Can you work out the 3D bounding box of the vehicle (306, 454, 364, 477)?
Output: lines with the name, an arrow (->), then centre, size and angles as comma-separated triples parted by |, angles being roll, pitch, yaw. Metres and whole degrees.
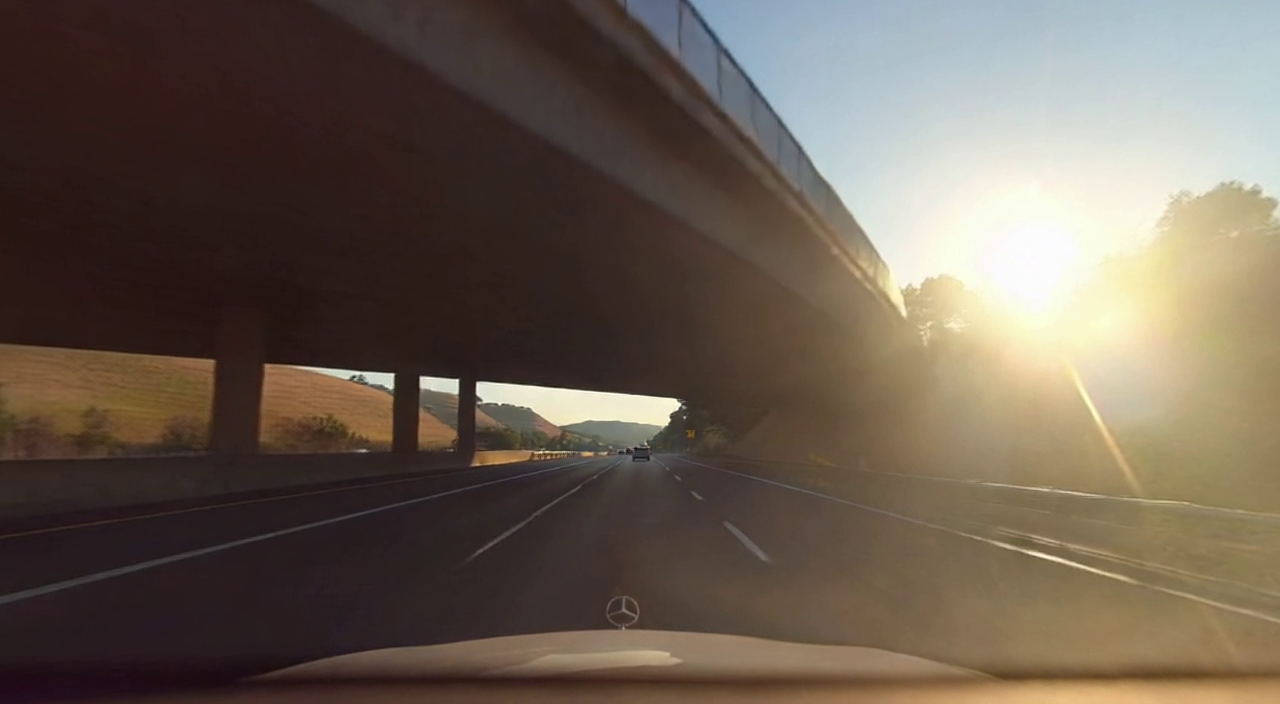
vehicle -> -20.453, 7.591, 42.532 | 1.850, 1.423, 4.209 | 0, -9, -1
